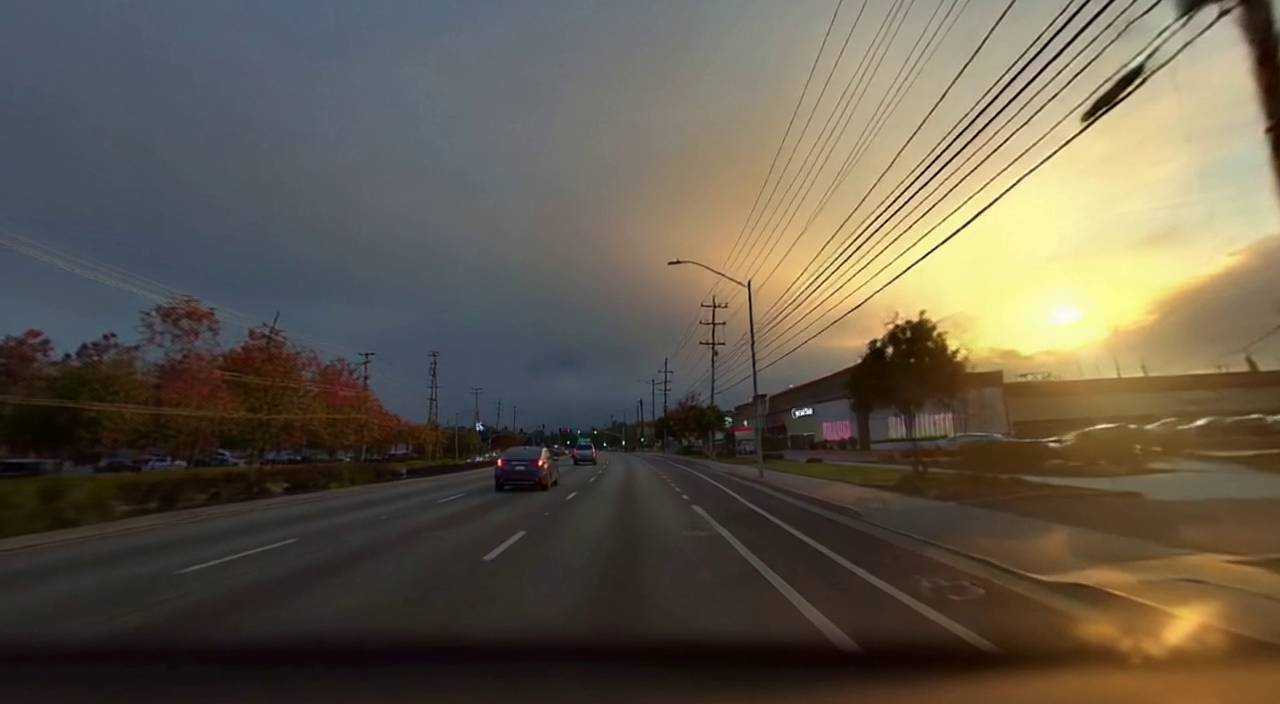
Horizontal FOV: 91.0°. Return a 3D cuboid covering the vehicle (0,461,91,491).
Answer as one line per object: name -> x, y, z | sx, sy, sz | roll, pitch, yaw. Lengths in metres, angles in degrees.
vehicle -> -39.092, 7.984, 40.823 | 4.763, 1.764, 2.118 | 5, -10, -29

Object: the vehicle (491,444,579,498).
vehicle -> -3.163, 3.661, 19.838 | 1.942, 1.469, 4.426 | 0, -9, 1
